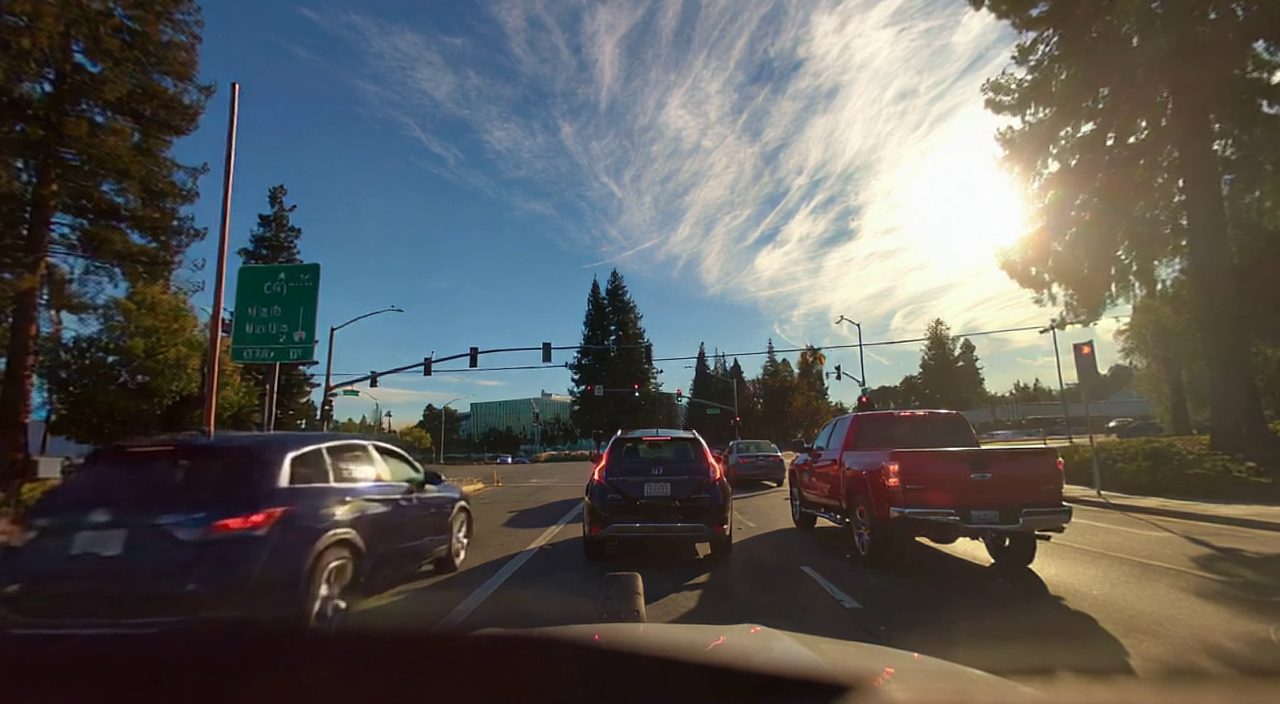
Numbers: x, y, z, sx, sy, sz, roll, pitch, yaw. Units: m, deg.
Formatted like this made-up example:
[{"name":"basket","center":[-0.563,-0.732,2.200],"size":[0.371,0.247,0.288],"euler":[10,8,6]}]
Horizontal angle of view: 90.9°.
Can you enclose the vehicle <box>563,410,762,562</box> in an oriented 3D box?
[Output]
[{"name":"vehicle","center":[0.246,1.769,8.973],"size":[2.168,1.641,4.039],"euler":[0,-8,0]}]

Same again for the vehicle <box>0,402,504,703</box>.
[{"name":"vehicle","center":[-2.881,1.361,5.478],"size":[2.133,1.496,5.150],"euler":[0,-8,1]}]

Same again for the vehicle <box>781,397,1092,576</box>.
[{"name":"vehicle","center":[3.383,1.633,8.372],"size":[2.099,1.725,4.290],"euler":[0,-8,1]}]
